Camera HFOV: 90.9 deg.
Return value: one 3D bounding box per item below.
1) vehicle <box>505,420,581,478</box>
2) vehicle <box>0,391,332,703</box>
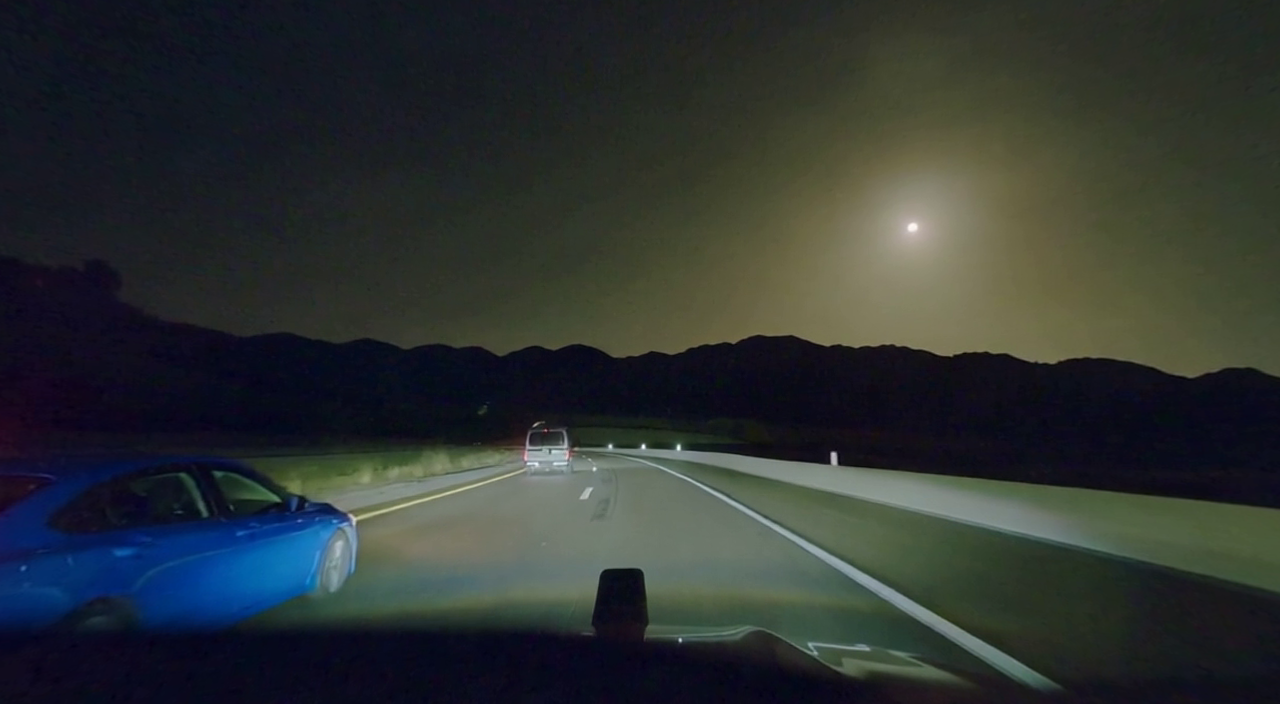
[{"bbox_3d":[-3.977,4.147,27.014,2.444,2.204,5.568,0,-8,-1],"label":"vehicle"},{"bbox_3d":[-4.133,1.067,3.850,2.097,1.511,4.585,0,-8,1],"label":"vehicle"}]
